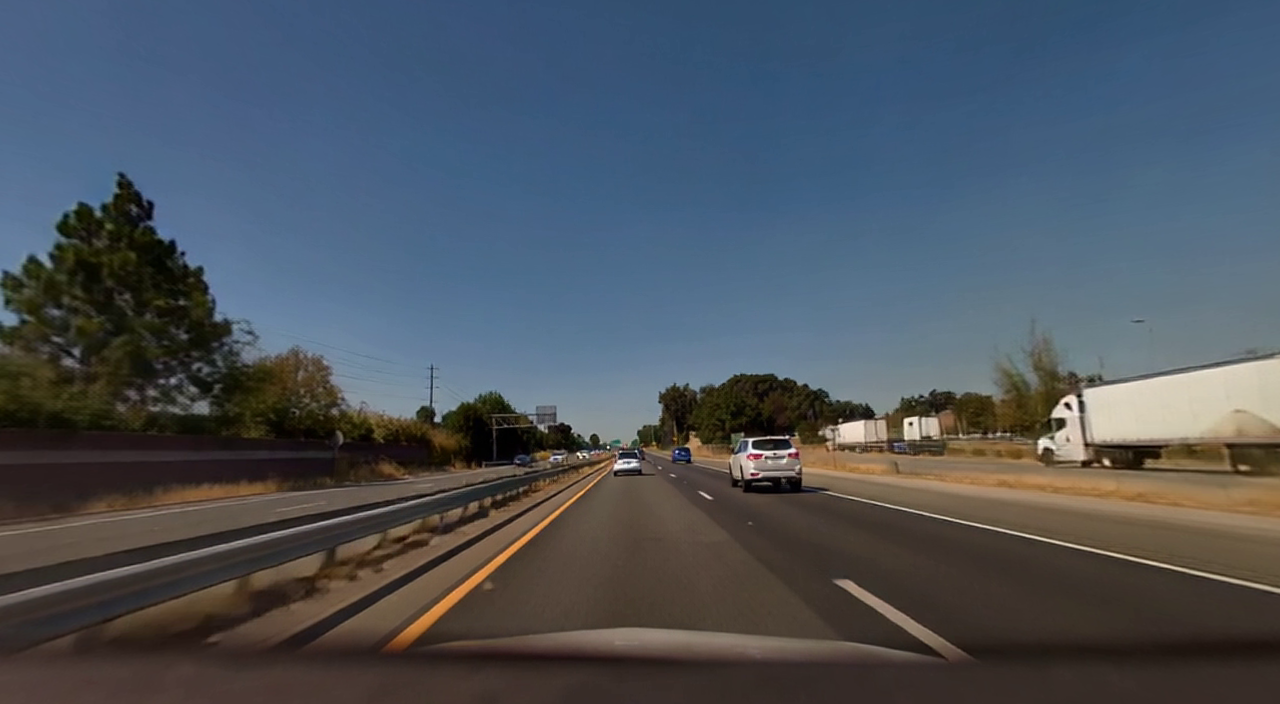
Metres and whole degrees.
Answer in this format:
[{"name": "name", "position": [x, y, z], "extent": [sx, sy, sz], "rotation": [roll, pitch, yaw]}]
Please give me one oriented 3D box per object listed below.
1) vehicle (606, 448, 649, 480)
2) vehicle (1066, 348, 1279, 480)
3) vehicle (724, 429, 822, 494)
[{"name": "vehicle", "position": [-0.620, 5.677, 31.997], "extent": [2.029, 1.483, 3.769], "rotation": [0, -9, -1]}, {"name": "vehicle", "position": [22.444, 2.788, 25.177], "extent": [2.890, 4.108, 13.635], "rotation": [-2, -9, 8]}, {"name": "vehicle", "position": [4.424, 3.742, 21.730], "extent": [2.261, 1.952, 4.784], "rotation": [0, -9, -1]}]
